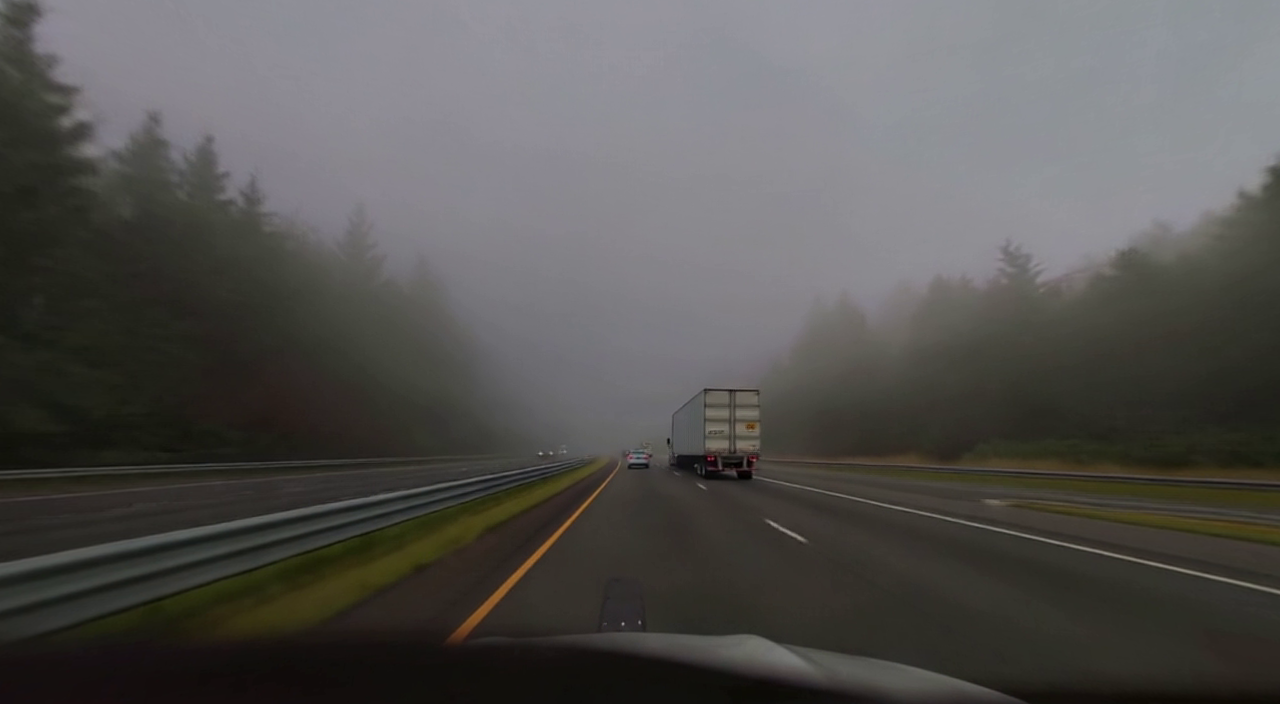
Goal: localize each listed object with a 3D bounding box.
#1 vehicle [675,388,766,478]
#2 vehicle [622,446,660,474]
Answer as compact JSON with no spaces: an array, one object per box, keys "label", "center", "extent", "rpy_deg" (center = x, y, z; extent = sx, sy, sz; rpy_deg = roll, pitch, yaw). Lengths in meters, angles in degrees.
[{"label":"vehicle","center":[4.038,4.811,35.849],"extent":[2.883,4.057,14.579],"rpy_deg":[0,-9,-1]},{"label":"vehicle","center":[0.012,6.264,36.720],"extent":[2.051,1.513,4.511],"rpy_deg":[0,-9,-2]}]
